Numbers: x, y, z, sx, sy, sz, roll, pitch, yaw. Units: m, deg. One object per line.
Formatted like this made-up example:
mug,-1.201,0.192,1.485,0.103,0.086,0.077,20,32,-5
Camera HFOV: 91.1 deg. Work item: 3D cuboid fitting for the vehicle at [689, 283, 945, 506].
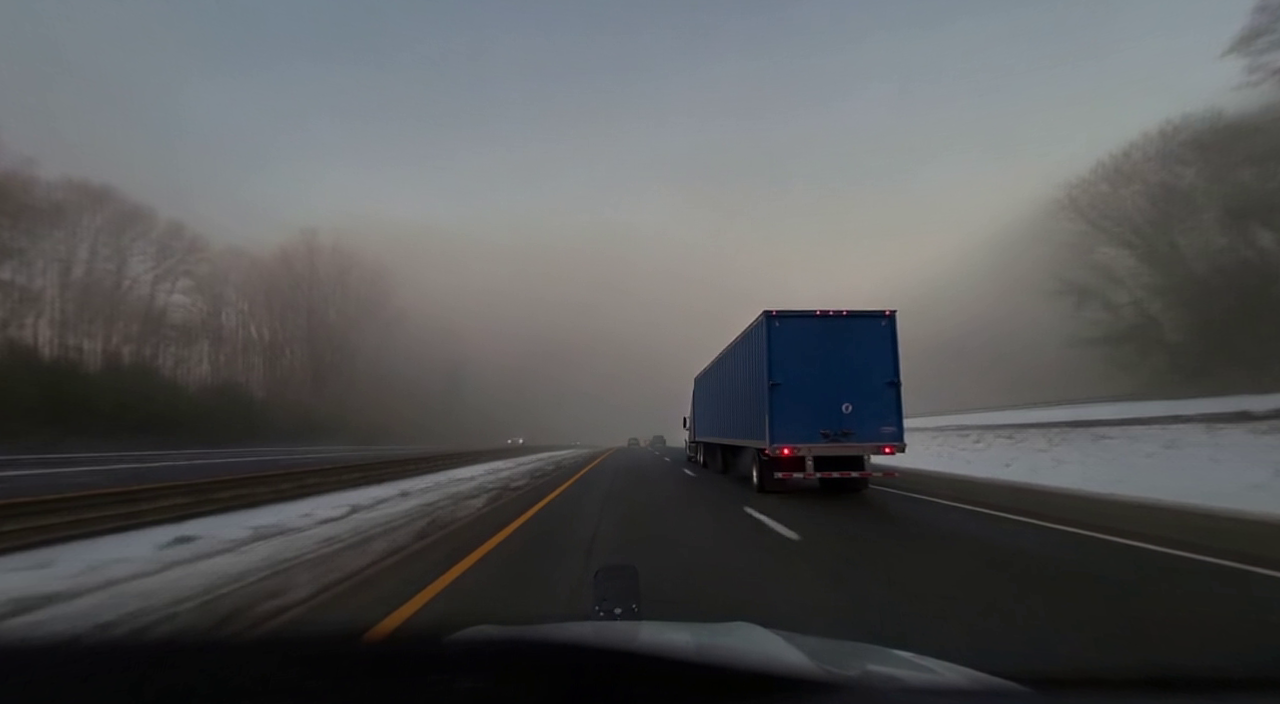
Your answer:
vehicle,4.023,1.917,20.563,3.203,4.273,17.131,0,-8,-1
